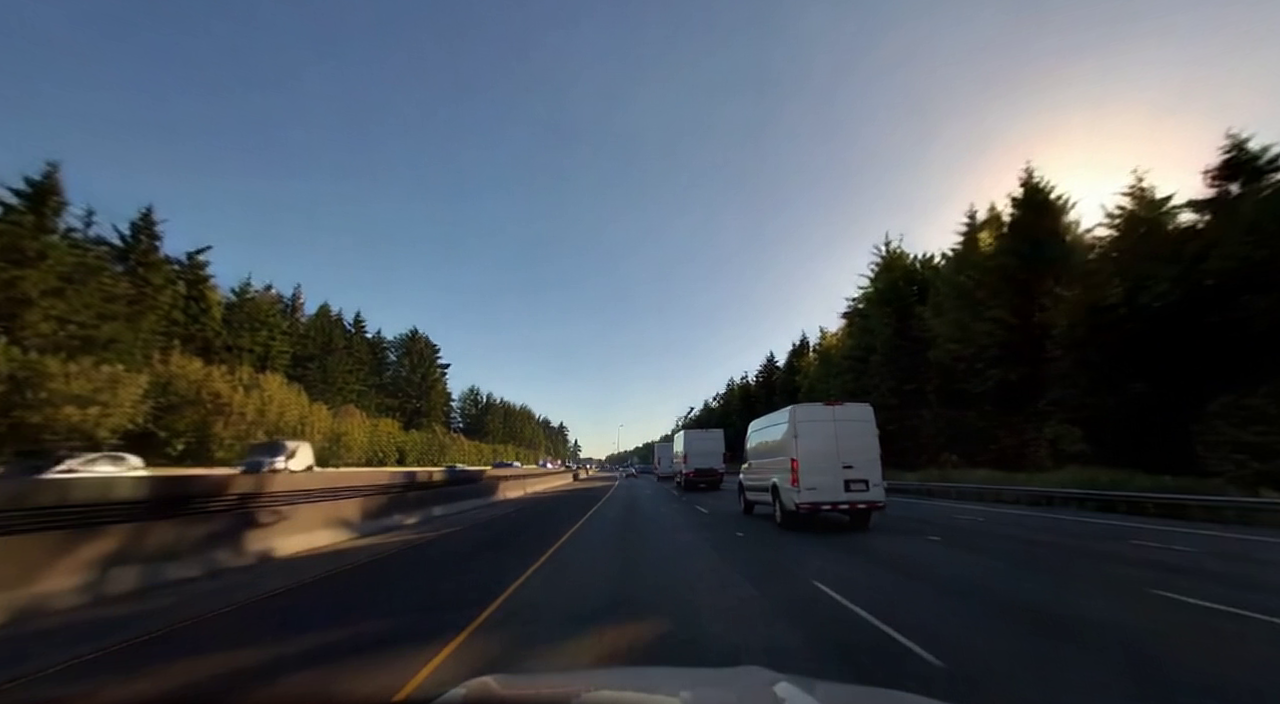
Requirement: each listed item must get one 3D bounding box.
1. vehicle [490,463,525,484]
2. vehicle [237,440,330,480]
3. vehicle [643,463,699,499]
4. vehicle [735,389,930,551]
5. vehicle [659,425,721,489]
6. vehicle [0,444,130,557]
[{"bbox_3d":[-10.028,9.216,47.831,1.866,1.458,4.041,1,-10,-1],"label":"vehicle"},{"bbox_3d":[-21.287,6.532,37.847,2.411,2.215,5.380,1,-10,-1],"label":"vehicle"},{"bbox_3d":[1.333,5.847,28.690,2.081,1.453,4.300,1,-10,-3],"label":"vehicle"},{"bbox_3d":[3.590,2.435,13.150,2.291,2.639,5.280,1,-10,-1],"label":"vehicle"},{"bbox_3d":[3.463,8.091,47.761,2.897,4.071,14.327,1,-10,-3],"label":"vehicle"},{"bbox_3d":[-9.395,1.885,7.952,1.913,1.466,4.660,1,-10,0],"label":"vehicle"}]
